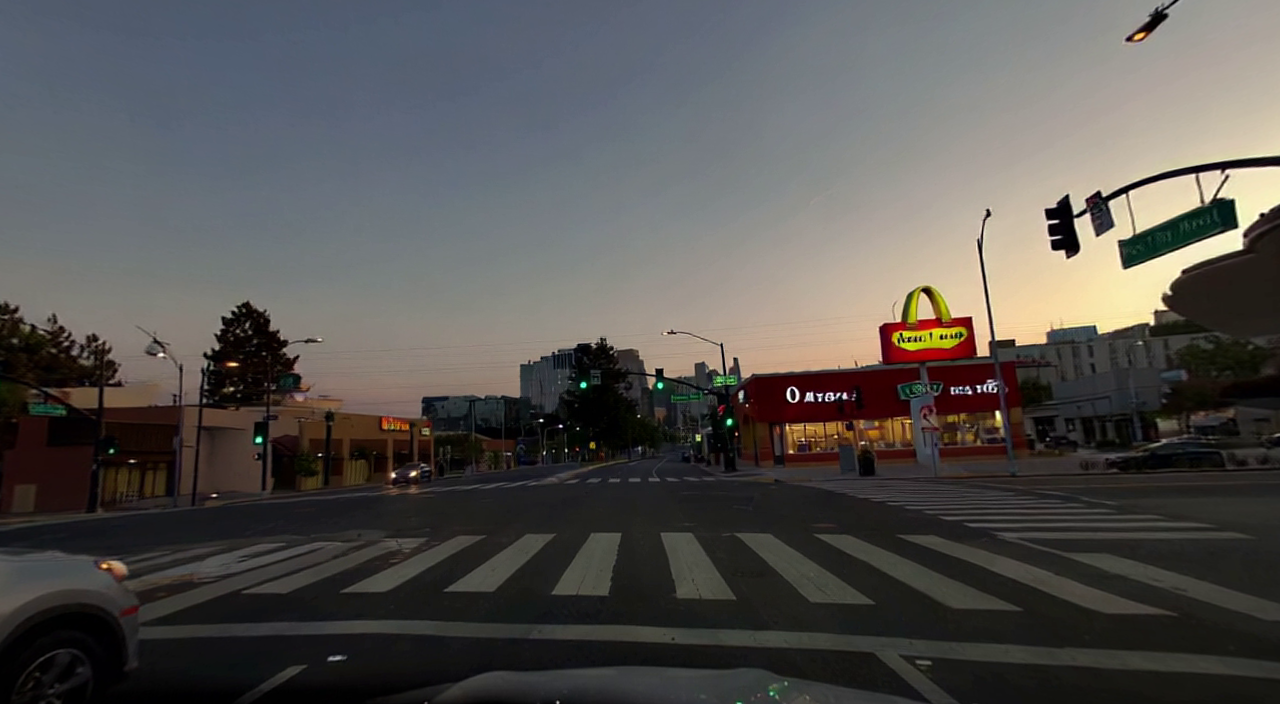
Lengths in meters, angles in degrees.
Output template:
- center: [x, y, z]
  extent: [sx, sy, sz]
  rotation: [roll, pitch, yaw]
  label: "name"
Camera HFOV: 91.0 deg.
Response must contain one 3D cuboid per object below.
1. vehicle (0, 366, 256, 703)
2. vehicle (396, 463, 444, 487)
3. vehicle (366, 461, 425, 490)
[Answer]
- center: [-3.413, 0.747, 1.411]
  extent: [2.081, 1.644, 4.523]
  rotation: [0, -9, 3]
  label: "vehicle"
- center: [-15.743, 8.823, 45.360]
  extent: [1.931, 1.471, 4.152]
  rotation: [0, -9, 0]
  label: "vehicle"
- center: [-19.213, 9.711, 49.806]
  extent: [2.227, 2.033, 5.614]
  rotation: [0, -9, 2]
  label: "vehicle"
